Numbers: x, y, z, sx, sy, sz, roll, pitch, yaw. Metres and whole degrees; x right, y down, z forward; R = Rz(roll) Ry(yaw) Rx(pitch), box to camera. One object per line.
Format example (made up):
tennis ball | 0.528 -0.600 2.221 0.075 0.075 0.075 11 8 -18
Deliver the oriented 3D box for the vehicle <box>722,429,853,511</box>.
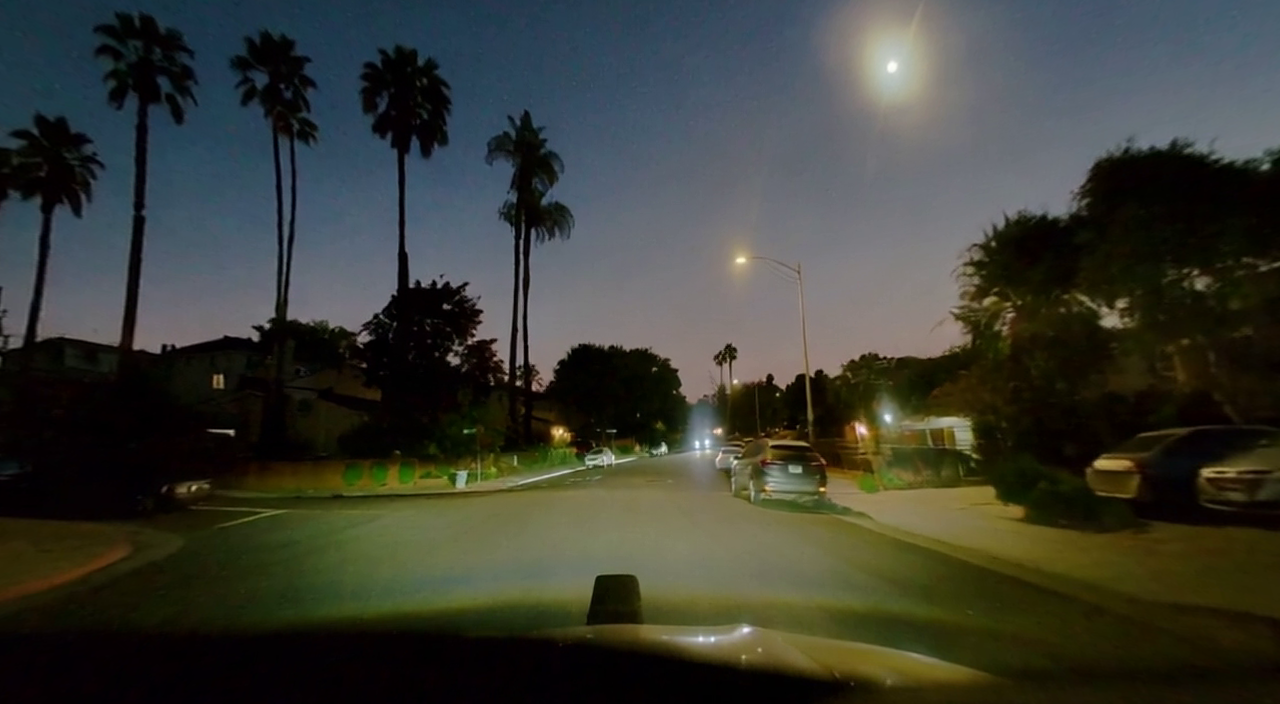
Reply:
vehicle | 3.636 2.993 16.622 2.197 1.816 4.845 0 -8 -1

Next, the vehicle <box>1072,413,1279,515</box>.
vehicle | 9.968 1.796 10.378 4.220 1.492 1.924 -1 -8 1

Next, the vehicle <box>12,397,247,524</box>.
vehicle | -13.320 2.720 16.280 6.773 2.680 2.459 -6 -9 32

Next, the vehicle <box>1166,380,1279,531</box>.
vehicle | 9.815 1.223 7.768 4.478 1.705 2.050 -3 -16 3
